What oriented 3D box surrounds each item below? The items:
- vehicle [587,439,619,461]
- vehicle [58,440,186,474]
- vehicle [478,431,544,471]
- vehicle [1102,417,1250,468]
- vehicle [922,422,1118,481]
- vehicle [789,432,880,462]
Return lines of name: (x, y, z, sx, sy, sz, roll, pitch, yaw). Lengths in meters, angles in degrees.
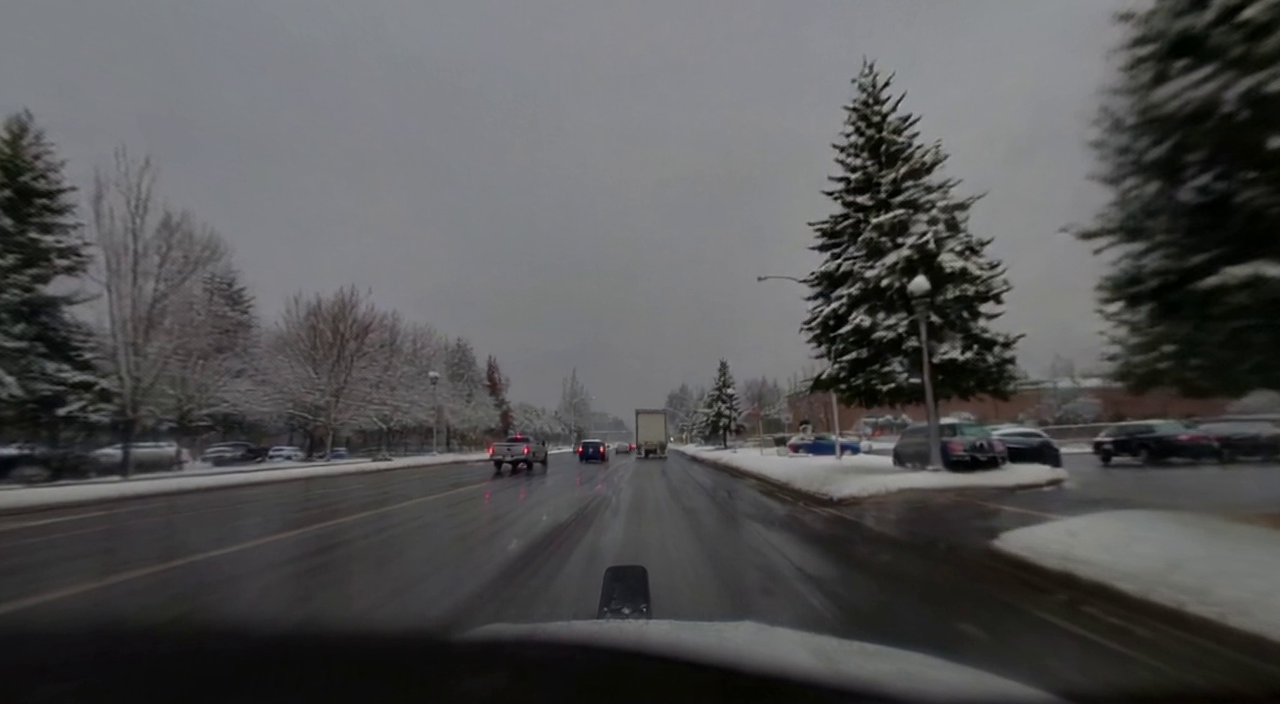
vehicle: (-2.842, 7.705, 49.674, 2.114, 1.663, 4.381, 0, -8, 2)
vehicle: (-34.042, 6.919, 41.561, 6.393, 2.108, 2.467, -1, -9, 4)
vehicle: (-6.673, 5.187, 33.222, 2.149, 1.893, 5.187, 0, -8, 2)
vehicle: (21.396, 3.670, 25.500, 1.888, 1.812, 4.911, -1, -8, 4)
vehicle: (11.395, 3.013, 19.161, 4.655, 1.688, 1.876, 0, -9, 2)
vehicle: (10.628, 5.243, 34.734, 4.346, 1.595, 1.964, 0, -8, 0)
